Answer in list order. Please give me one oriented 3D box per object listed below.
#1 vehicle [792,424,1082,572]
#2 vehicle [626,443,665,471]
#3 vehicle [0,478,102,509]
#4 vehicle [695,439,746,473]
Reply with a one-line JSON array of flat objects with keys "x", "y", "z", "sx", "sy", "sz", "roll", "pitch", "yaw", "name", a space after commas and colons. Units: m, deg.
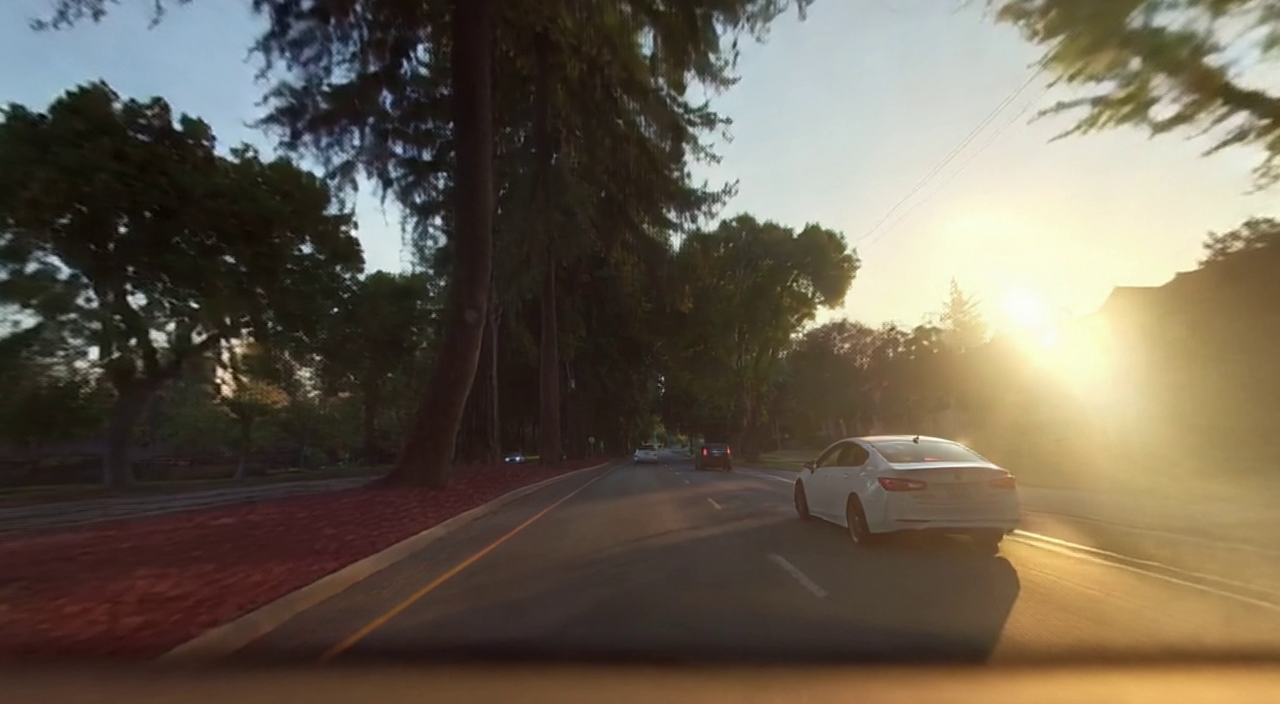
[{"x": 3.605, "y": 1.842, "z": 8.730, "sx": 1.985, "sy": 1.529, "sz": 4.147, "roll": 0, "pitch": -8, "yaw": 0, "name": "vehicle"}, {"x": 0.337, "y": 5.872, "z": 35.604, "sx": 2.082, "sy": 1.473, "sz": 4.028, "roll": 0, "pitch": -8, "yaw": 1, "name": "vehicle"}, {"x": -31.640, "y": 7.495, "z": 33.617, "sx": 4.432, "sy": 1.484, "sz": 1.839, "roll": -1, "pitch": -9, "yaw": 4, "name": "vehicle"}, {"x": 4.161, "y": 5.457, "z": 33.370, "sx": 2.074, "sy": 1.652, "sz": 4.340, "roll": 0, "pitch": -9, "yaw": 0, "name": "vehicle"}]
